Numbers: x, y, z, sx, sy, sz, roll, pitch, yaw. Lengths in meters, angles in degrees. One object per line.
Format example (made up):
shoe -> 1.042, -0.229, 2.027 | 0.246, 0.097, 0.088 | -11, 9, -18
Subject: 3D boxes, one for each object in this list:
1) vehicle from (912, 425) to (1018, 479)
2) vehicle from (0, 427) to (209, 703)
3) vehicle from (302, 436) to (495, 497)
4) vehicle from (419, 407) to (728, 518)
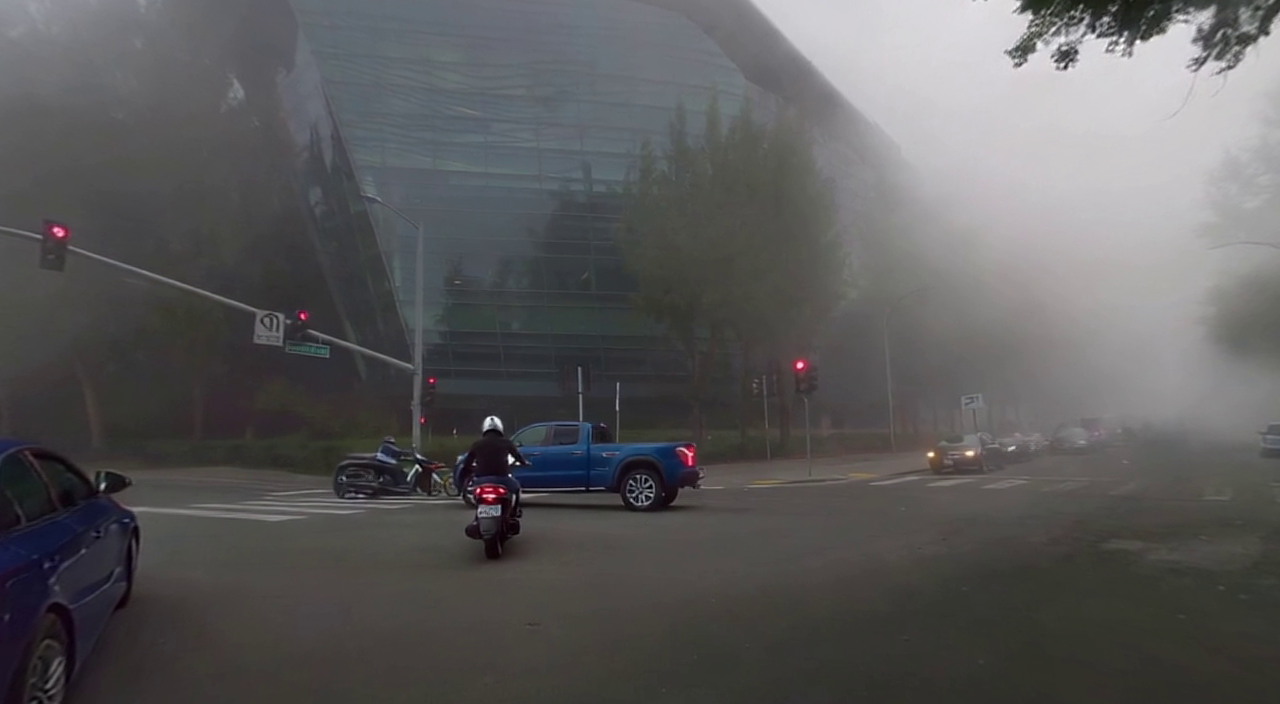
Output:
vehicle -> 11.430, 3.455, 22.023 | 2.084, 1.656, 4.583 | -8, -11, 41
vehicle -> -4.670, 1.331, 4.634 | 2.009, 1.450, 4.182 | 6, -11, -39
vehicle -> -6.336, 3.033, 16.858 | 4.401, 1.480, 1.864 | -1, -8, 5
vehicle -> -1.369, 2.216, 13.152 | 5.833, 1.960, 2.341 | 2, -9, -13
